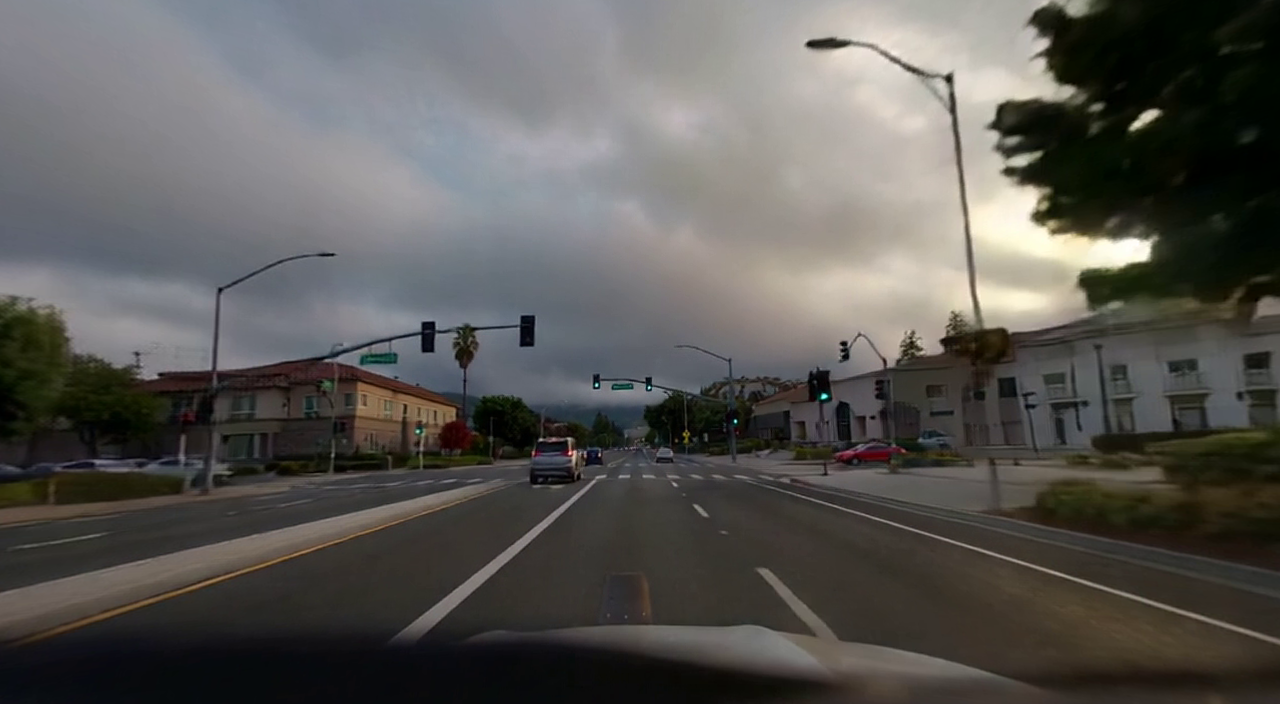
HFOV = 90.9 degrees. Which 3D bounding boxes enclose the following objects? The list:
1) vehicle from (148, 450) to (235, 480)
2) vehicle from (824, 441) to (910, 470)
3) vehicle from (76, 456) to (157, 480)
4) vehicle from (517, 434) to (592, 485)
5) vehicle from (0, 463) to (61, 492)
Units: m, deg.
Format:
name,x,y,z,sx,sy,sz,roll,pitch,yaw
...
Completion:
name,x,y,z,sx,sy,sz,roll,pitch,yaw
vehicle,-31.709,7.985,44.660,4.582,1.785,2.262,-3,-7,3
vehicle,14.328,6.523,39.903,4.634,1.449,1.936,-3,-7,-1
vehicle,-37.096,8.218,44.710,4.069,1.516,1.850,0,-8,2
vehicle,-3.204,4.128,24.524,2.250,1.791,4.300,0,-8,1
vehicle,-35.926,7.032,35.553,4.657,1.455,1.994,0,-8,4
